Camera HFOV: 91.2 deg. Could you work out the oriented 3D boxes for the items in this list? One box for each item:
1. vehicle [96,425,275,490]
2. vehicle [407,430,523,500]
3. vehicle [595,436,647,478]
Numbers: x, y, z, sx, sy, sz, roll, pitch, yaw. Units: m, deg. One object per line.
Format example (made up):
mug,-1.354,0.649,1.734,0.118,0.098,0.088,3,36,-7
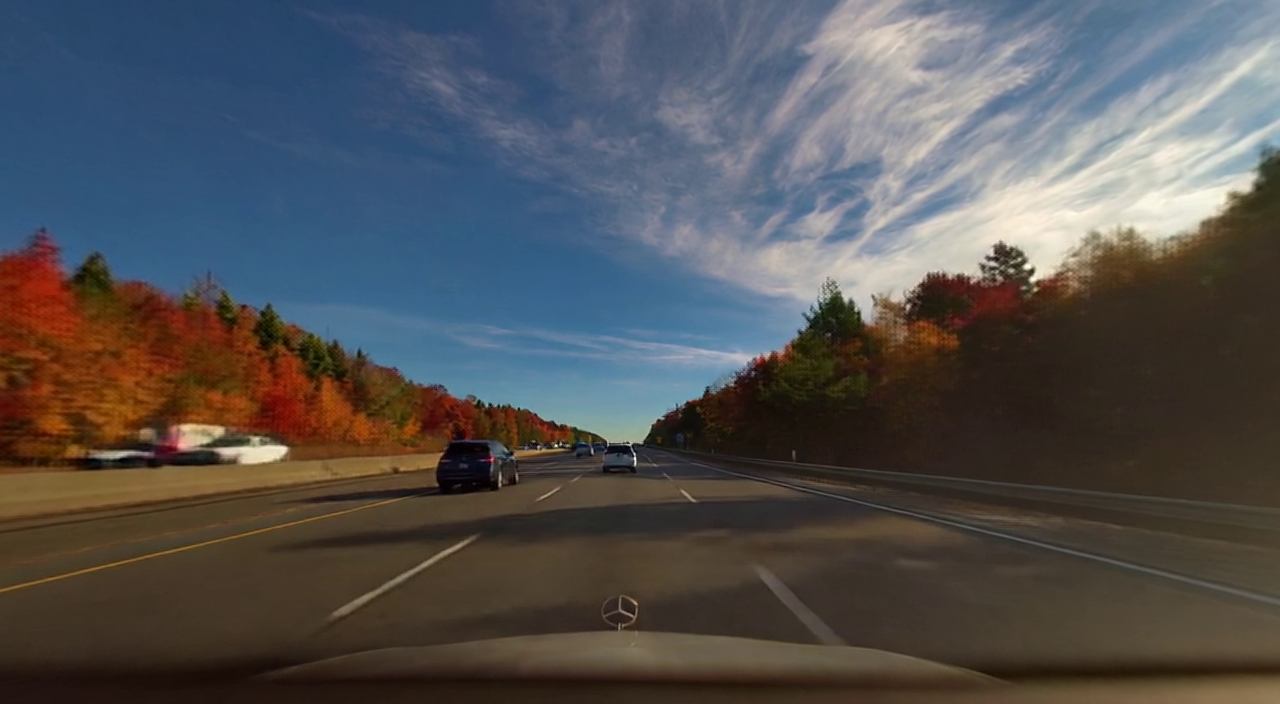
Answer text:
vehicle,-13.418,3.157,18.966,2.019,1.666,4.565,0,-9,-1
vehicle,-4.784,3.169,17.930,1.974,1.688,4.727,-1,-9,0
vehicle,-0.819,4.617,27.646,2.115,1.661,4.049,0,-9,-1
